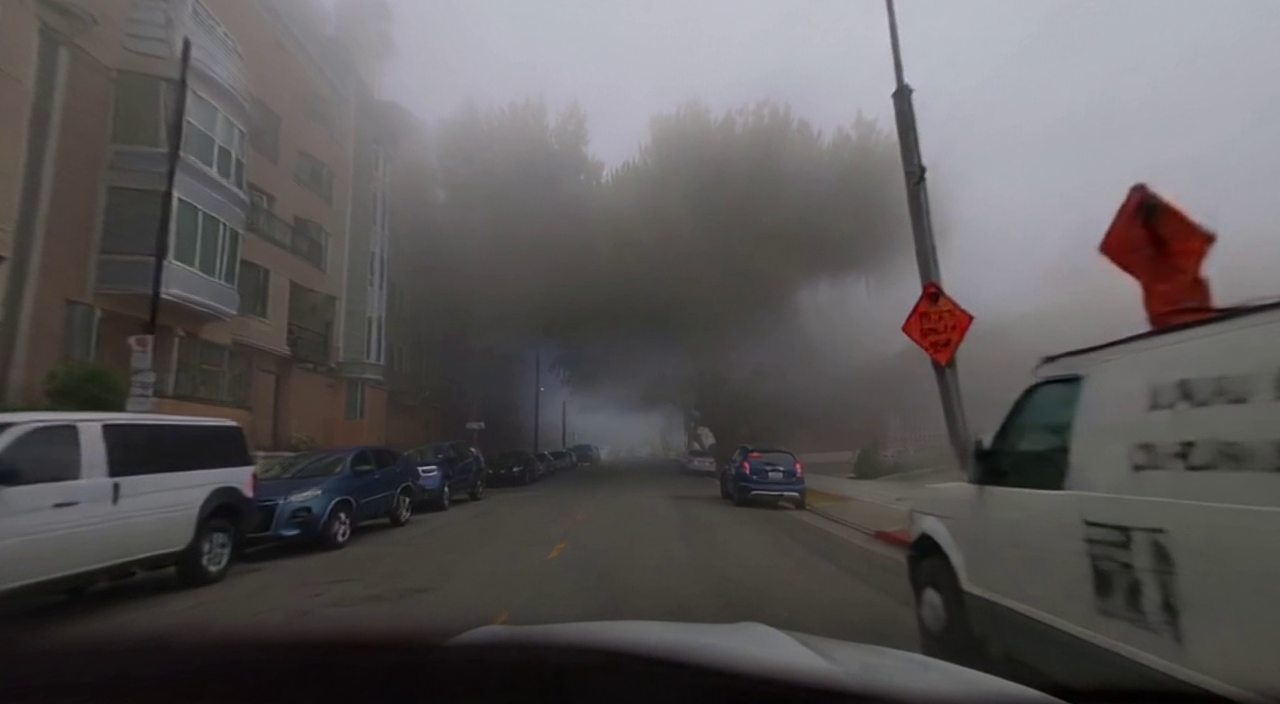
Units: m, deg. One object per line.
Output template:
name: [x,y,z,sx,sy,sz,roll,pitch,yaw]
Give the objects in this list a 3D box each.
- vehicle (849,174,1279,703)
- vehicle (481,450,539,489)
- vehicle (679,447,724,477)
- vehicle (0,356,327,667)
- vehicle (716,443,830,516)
vehicle: [2.798,0.599,2.140,2.259,2.119,5.281,-1,-2,-2]
vehicle: [-5.341,4.851,26.363,1.722,1.491,3.431,0,-8,0]
vehicle: [3.161,5.761,33.387,1.835,1.490,4.134,0,-8,-2]
vehicle: [-5.426,1.364,5.874,2.196,2.059,5.748,-2,-9,-1]
vehicle: [3.034,2.967,15.288,1.903,1.512,3.900,0,-8,0]
